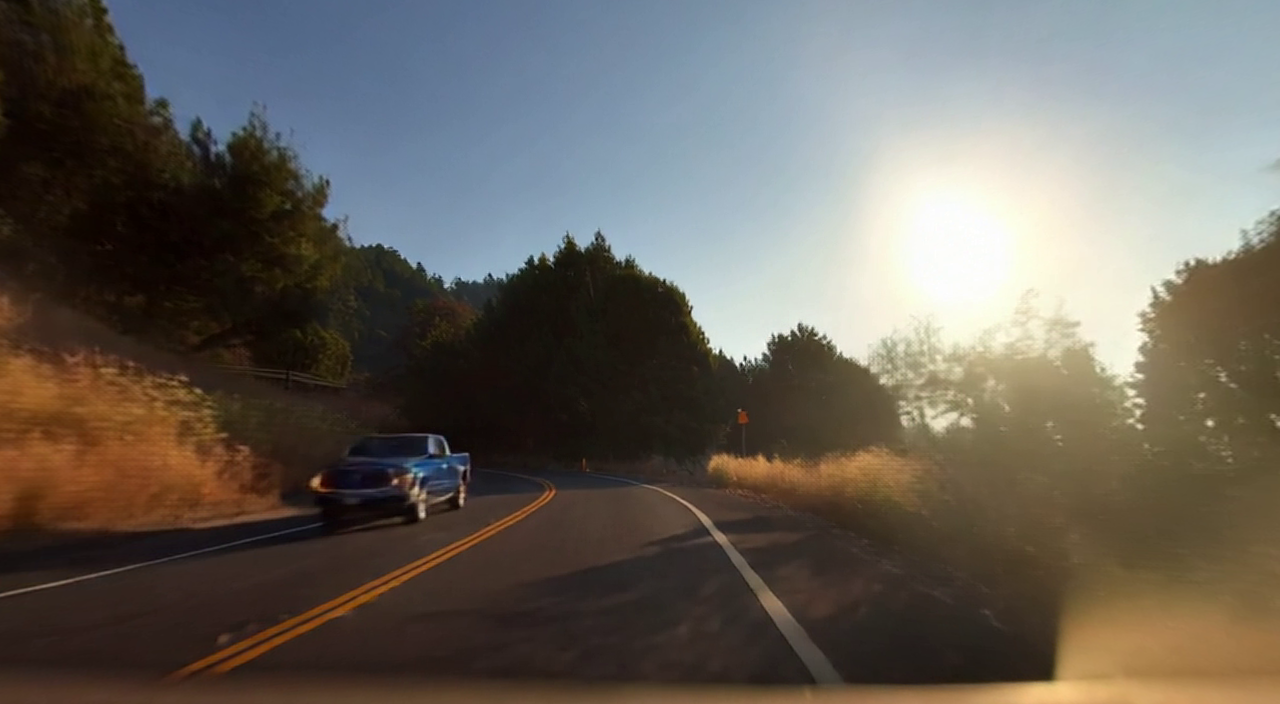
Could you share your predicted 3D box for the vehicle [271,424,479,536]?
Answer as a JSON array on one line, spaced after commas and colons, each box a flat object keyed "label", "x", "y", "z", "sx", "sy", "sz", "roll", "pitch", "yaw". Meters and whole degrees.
[{"label": "vehicle", "x": -5.481, "y": 2.718, "z": 14.235, "sx": 2.546, "sy": 1.975, "sz": 5.702, "roll": 0, "pitch": -8, "yaw": -4}]
